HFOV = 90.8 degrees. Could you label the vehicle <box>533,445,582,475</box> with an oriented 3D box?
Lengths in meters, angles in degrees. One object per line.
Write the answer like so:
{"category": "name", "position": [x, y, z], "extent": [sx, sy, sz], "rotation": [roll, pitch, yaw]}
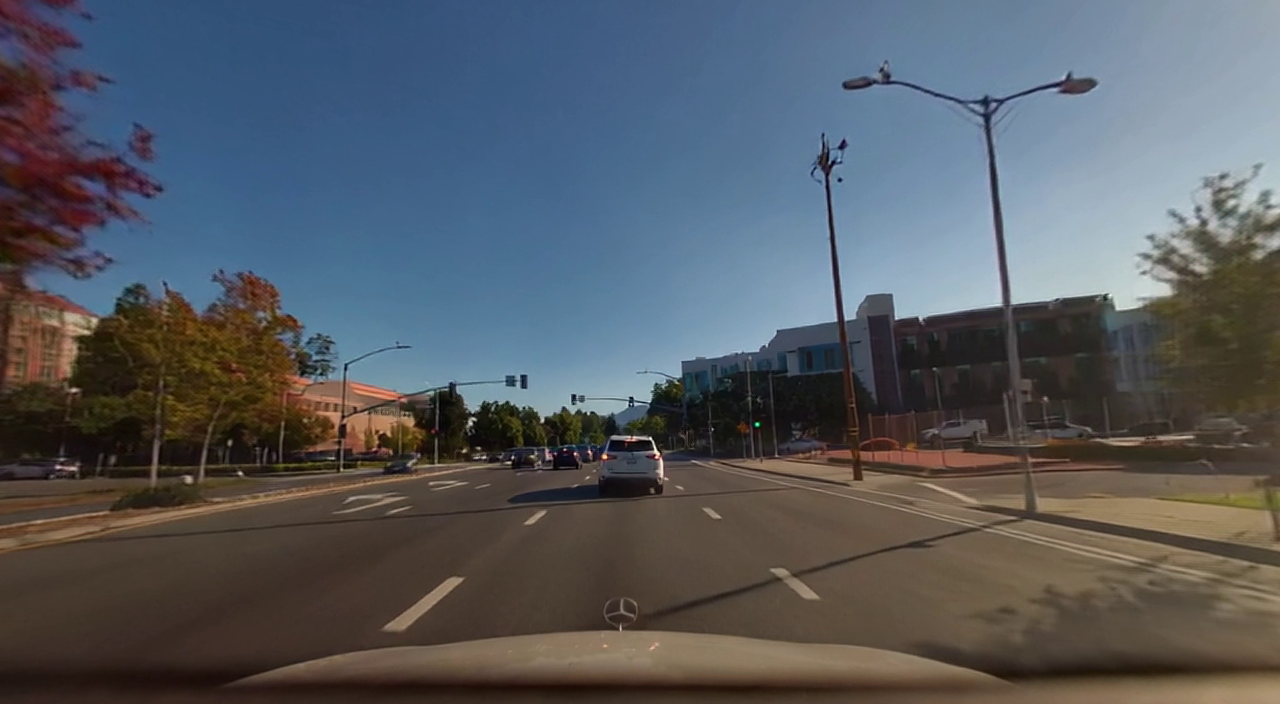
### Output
{"category": "vehicle", "position": [-4.222, 5.616, 33.158], "extent": [2.075, 1.474, 4.367], "rotation": [0, -8, -1]}

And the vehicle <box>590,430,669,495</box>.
{"category": "vehicle", "position": [-0.352, 3.405, 19.771], "extent": [2.188, 1.782, 3.982], "rotation": [0, -8, -2]}
